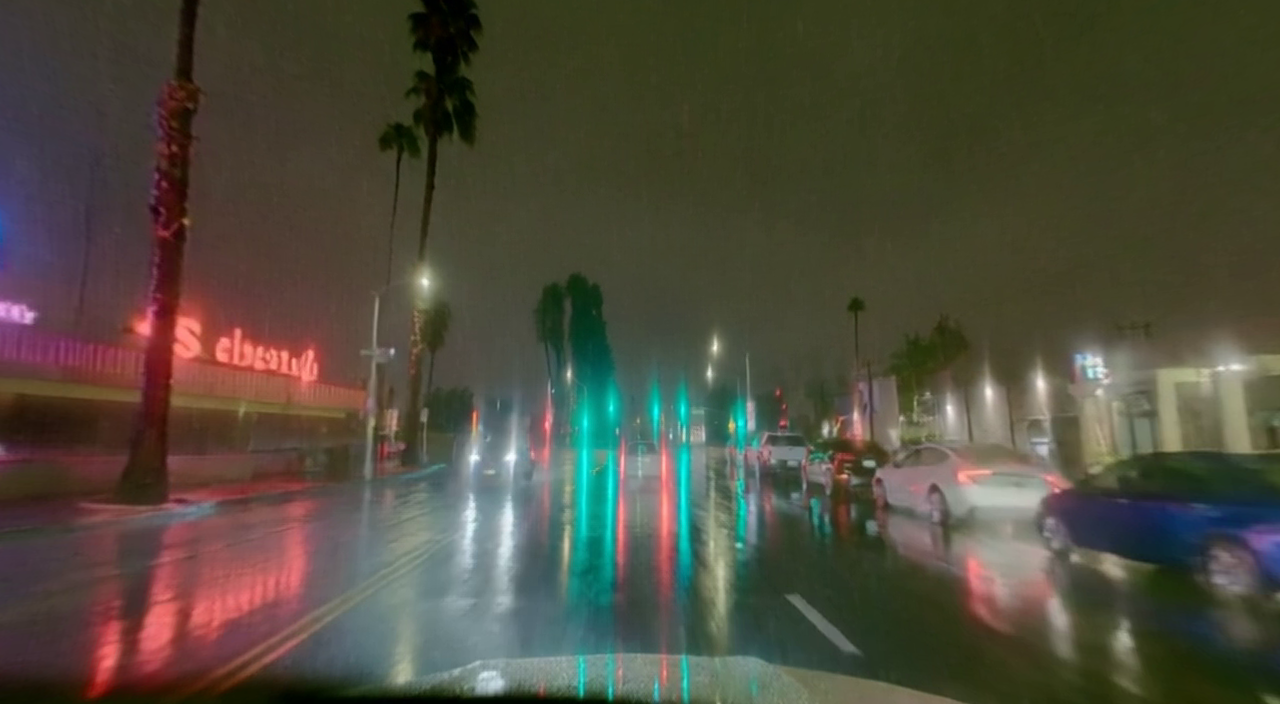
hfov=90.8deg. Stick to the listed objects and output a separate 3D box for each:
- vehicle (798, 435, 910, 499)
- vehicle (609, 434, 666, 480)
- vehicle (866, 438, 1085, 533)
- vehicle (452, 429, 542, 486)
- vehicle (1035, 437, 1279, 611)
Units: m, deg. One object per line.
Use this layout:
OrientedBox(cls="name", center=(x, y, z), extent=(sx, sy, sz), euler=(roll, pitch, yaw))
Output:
OrientedBox(cls="vehicle", center=(6.061, 3.290, 18.431), extent=(1.747, 1.619, 4.157), euler=(0, -8, -1))
OrientedBox(cls="vehicle", center=(-0.130, 4.156, 25.325), extent=(2.063, 1.664, 4.471), euler=(0, -8, -1))
OrientedBox(cls="vehicle", center=(6.234, 2.493, 12.453), extent=(1.885, 1.506, 4.302), euler=(0, -8, -1))
OrientedBox(cls="vehicle", center=(-4.882, 3.669, 22.278), extent=(2.188, 1.797, 4.358), euler=(0, -8, -1))
OrientedBox(cls="vehicle", center=(6.362, 1.611, 6.365), extent=(1.810, 1.472, 4.422), euler=(0, -8, -1))
